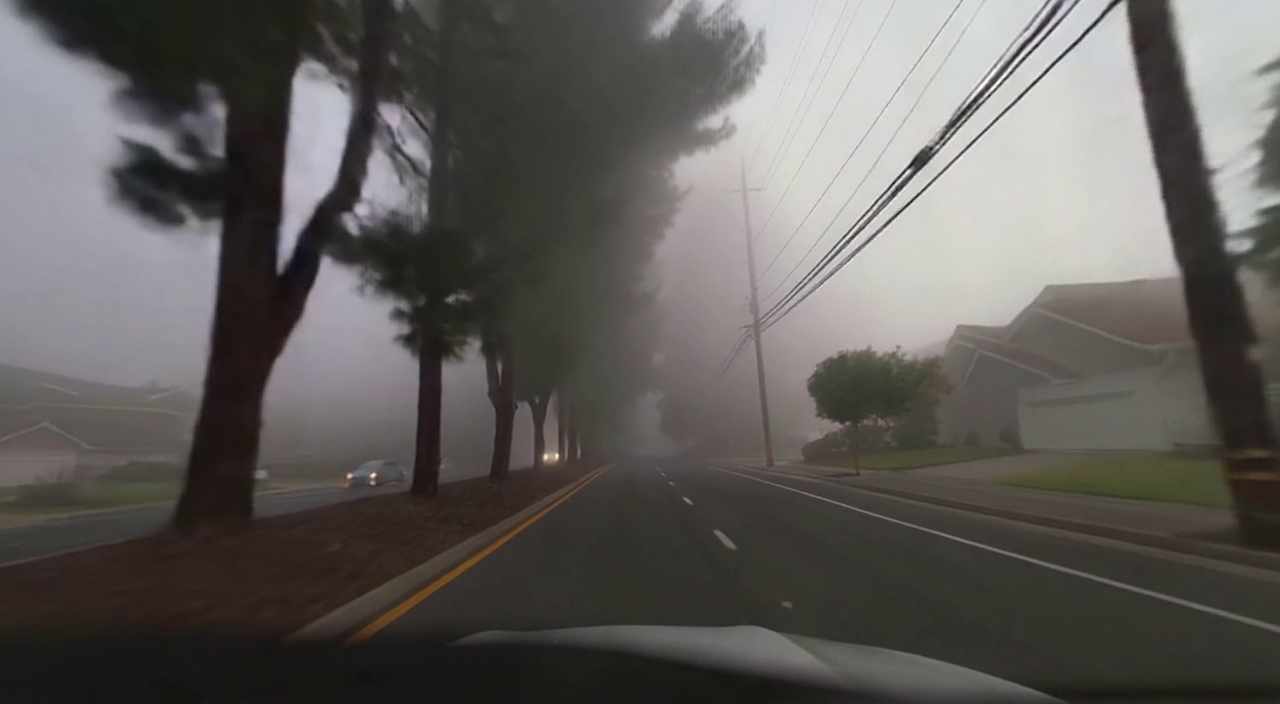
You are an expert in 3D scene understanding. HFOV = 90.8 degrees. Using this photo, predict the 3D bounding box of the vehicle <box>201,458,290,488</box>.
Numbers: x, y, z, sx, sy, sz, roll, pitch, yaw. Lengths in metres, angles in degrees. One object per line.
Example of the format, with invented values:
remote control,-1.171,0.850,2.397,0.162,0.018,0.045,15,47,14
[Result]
vehicle,-27.656,8.472,44.403,4.922,1.669,2.034,-4,-9,-4

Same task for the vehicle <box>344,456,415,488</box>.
vehicle,-13.489,6.215,33.030,1.897,1.451,4.298,-2,-9,0
